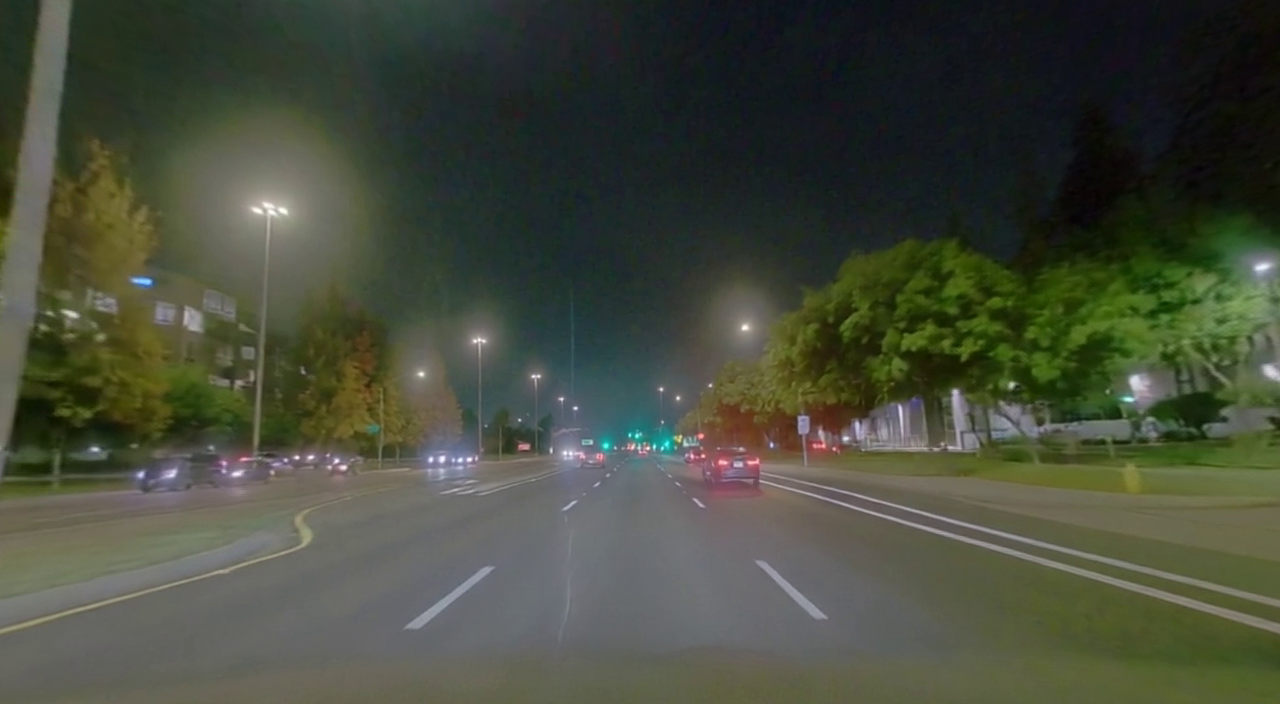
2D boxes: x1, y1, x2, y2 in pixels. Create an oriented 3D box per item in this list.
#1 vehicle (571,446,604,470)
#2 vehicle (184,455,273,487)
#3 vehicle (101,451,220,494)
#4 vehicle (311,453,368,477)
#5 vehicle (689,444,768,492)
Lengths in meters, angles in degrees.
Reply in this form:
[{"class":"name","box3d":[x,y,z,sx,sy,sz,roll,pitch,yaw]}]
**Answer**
[{"class":"vehicle","box3d":[-3.665,7.458,44.664,1.935,1.617,4.045,-1,-9,0]},{"class":"vehicle","box3d":[-22.586,6.526,34.907,1.818,1.588,4.708,0,-9,-1]},{"class":"vehicle","box3d":[-22.404,5.594,29.794,1.995,1.801,4.711,0,-9,-2]},{"class":"vehicle","box3d":[-22.419,8.431,47.285,1.926,1.681,4.601,-1,-9,1]},{"class":"vehicle","box3d":[2.934,3.950,21.863,1.966,1.449,4.290,0,-9,-2]}]
